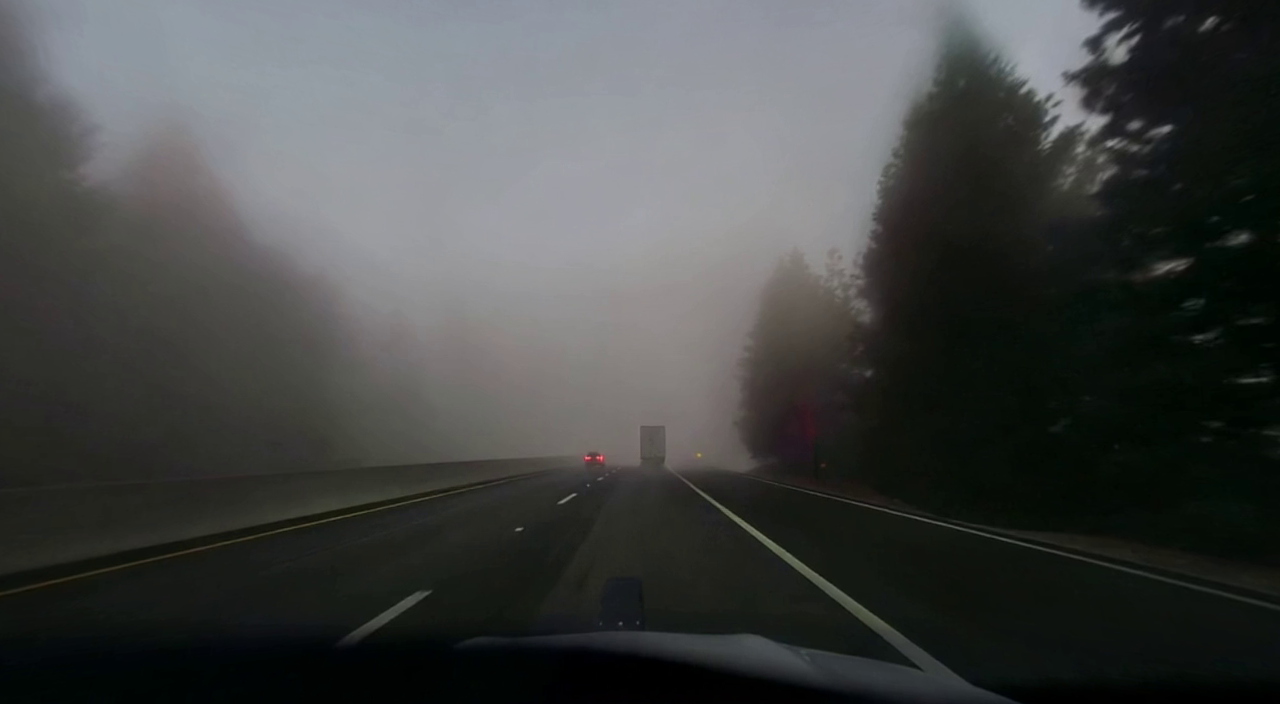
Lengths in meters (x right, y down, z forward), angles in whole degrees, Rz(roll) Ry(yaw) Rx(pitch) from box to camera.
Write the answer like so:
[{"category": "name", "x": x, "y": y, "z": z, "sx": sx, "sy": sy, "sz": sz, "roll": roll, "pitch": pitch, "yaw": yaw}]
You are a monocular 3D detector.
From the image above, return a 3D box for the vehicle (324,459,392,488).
[{"category": "vehicle", "x": -16.799, "y": 7.202, "z": 37.802, "sx": 1.935, "sy": 1.555, "sz": 4.517, "roll": 0, "pitch": -9, "yaw": 0}]

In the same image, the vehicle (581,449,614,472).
[{"category": "vehicle", "x": -3.141, "y": 8.200, "z": 47.854, "sx": 2.022, "sy": 1.604, "sz": 5.032, "roll": 0, "pitch": -9, "yaw": 1}]
